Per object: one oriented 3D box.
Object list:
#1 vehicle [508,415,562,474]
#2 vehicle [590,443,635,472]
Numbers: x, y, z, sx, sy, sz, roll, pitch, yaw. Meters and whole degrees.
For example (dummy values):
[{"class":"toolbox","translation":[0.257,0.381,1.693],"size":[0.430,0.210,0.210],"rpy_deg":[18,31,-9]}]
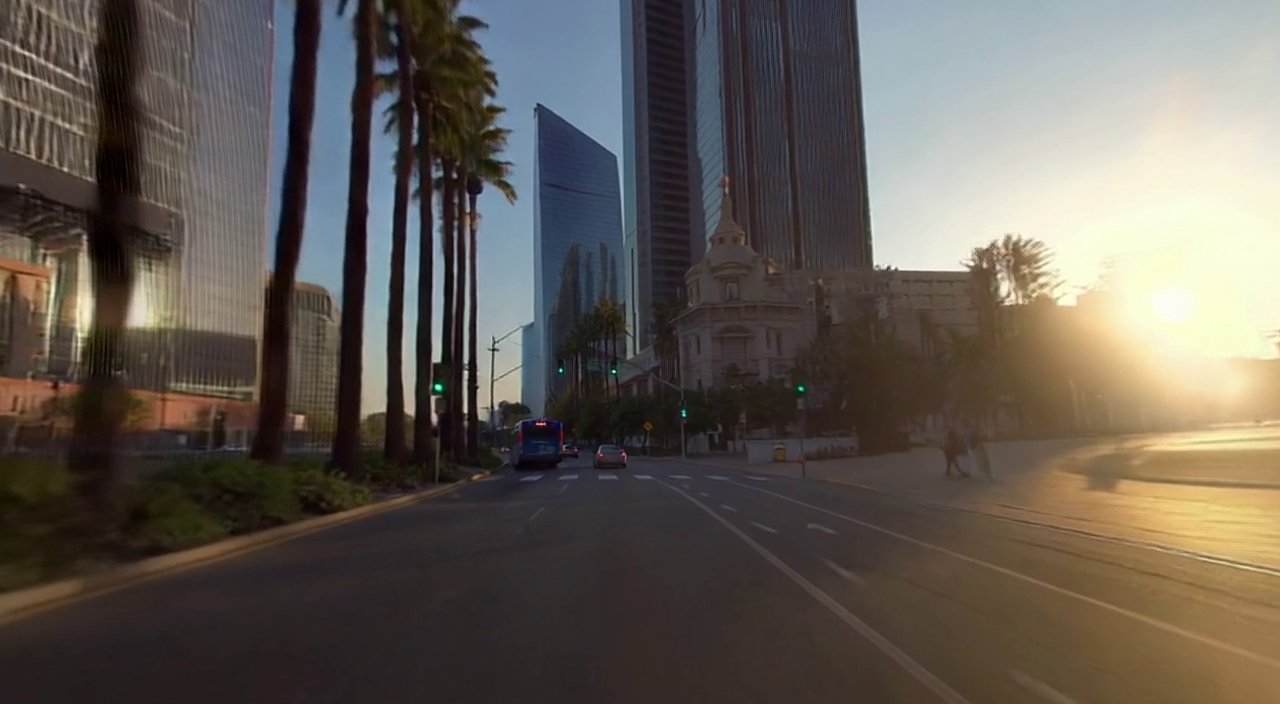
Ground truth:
[{"class":"vehicle","translation":[-5.986,5.450,37.149],"size":[2.678,3.042,8.474],"rpy_deg":[1,-8,-7]},{"class":"vehicle","translation":[-1.582,5.826,34.956],"size":[2.107,1.481,4.097],"rpy_deg":[1,-8,-7]}]
